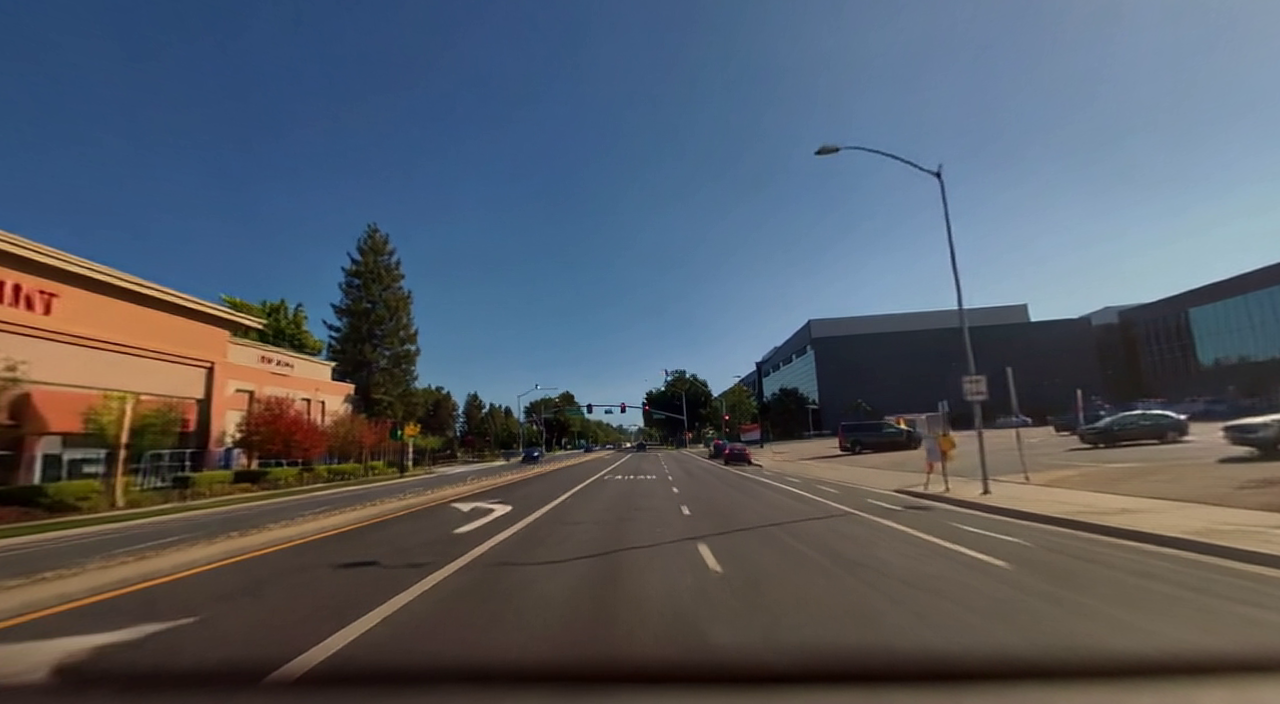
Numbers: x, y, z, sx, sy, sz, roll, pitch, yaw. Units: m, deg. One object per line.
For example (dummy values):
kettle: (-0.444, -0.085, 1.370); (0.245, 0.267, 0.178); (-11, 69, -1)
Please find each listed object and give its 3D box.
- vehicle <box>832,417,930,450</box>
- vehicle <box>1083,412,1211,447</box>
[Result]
vehicle: (16.061, 5.498, 42.201); (5.546, 2.117, 2.443); (0, -9, 0)
vehicle: (24.000, 3.780, 30.045); (1.943, 1.531, 4.579); (1, -9, -7)
